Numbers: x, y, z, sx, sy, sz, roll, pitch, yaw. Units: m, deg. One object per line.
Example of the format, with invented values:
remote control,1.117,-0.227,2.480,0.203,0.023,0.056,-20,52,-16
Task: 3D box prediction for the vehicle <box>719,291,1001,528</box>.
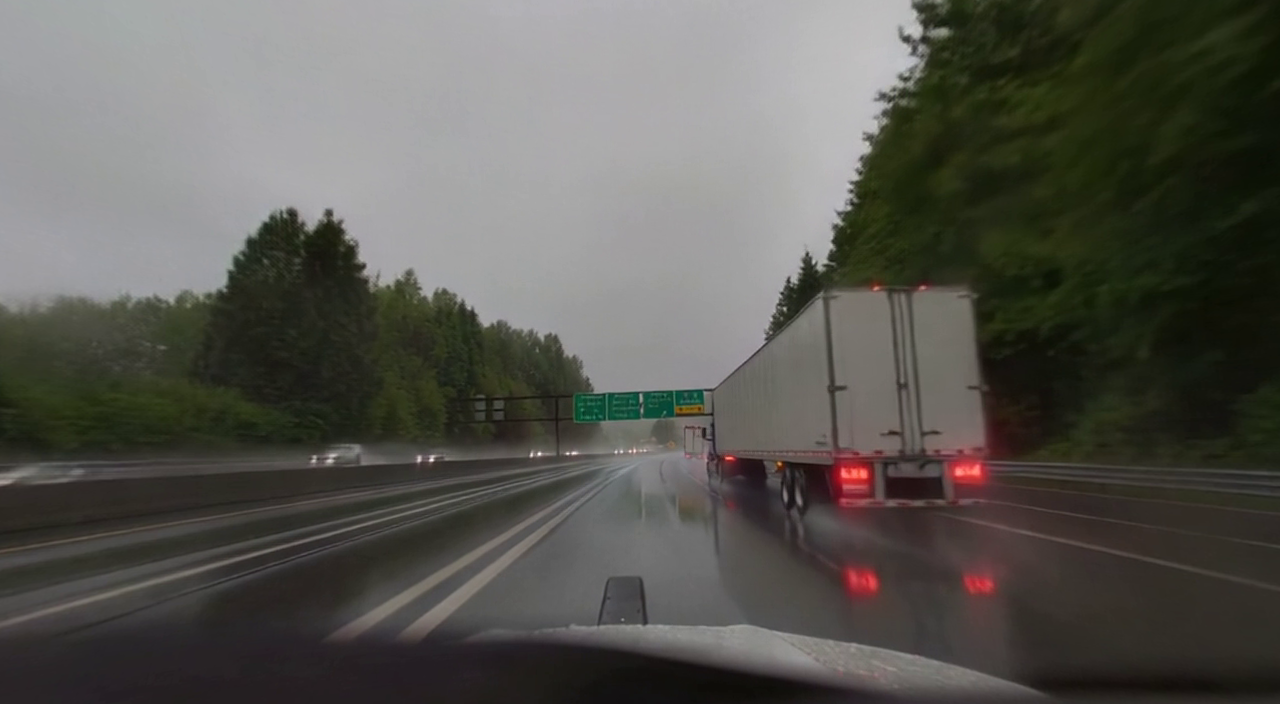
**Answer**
vehicle,4.503,1.997,17.546,2.859,3.984,14.045,0,-9,0
